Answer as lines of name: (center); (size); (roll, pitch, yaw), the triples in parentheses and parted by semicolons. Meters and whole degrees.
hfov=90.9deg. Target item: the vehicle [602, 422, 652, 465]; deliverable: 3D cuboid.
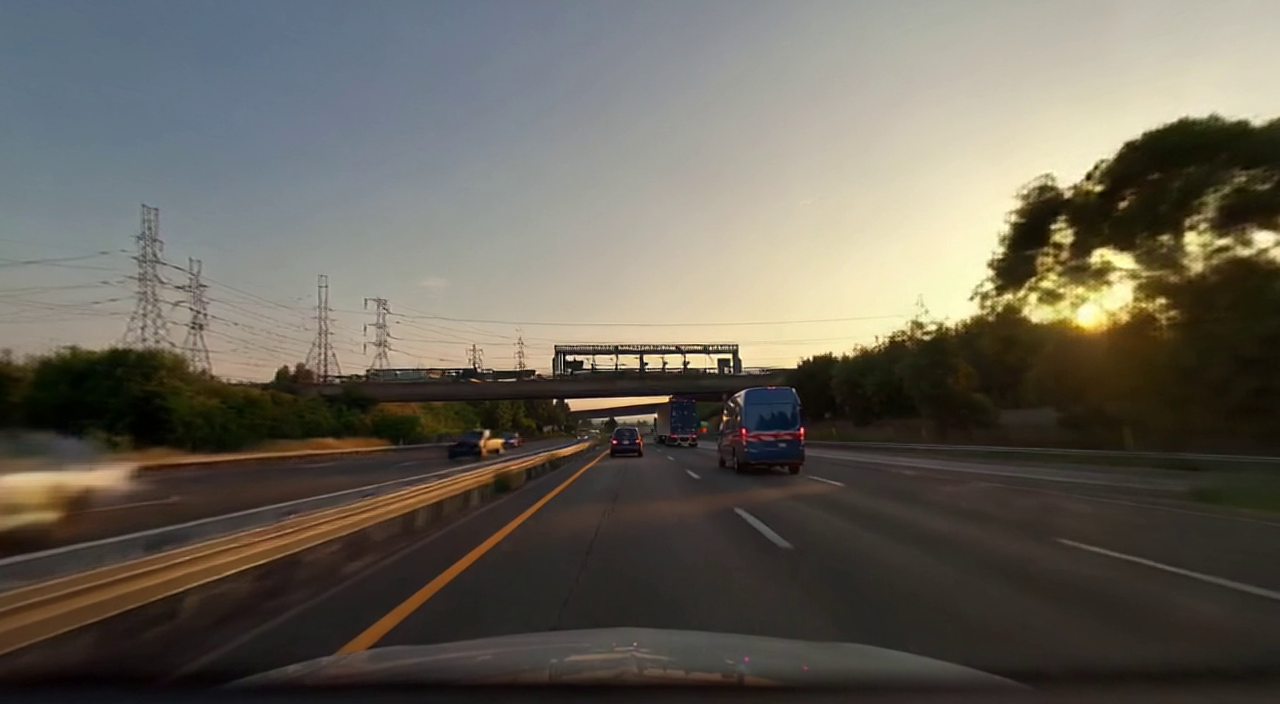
vehicle: (-0.592, 4.030, 27.982); (2.073, 1.750, 4.116); (0, -8, -1)

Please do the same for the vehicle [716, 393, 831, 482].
vehicle: (4.127, 2.786, 20.651); (2.387, 2.506, 5.374); (0, -8, -2)

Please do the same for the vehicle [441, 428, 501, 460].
vehicle: (-9.303, 5.089, 35.041); (2.039, 1.597, 4.659); (0, -8, 0)
